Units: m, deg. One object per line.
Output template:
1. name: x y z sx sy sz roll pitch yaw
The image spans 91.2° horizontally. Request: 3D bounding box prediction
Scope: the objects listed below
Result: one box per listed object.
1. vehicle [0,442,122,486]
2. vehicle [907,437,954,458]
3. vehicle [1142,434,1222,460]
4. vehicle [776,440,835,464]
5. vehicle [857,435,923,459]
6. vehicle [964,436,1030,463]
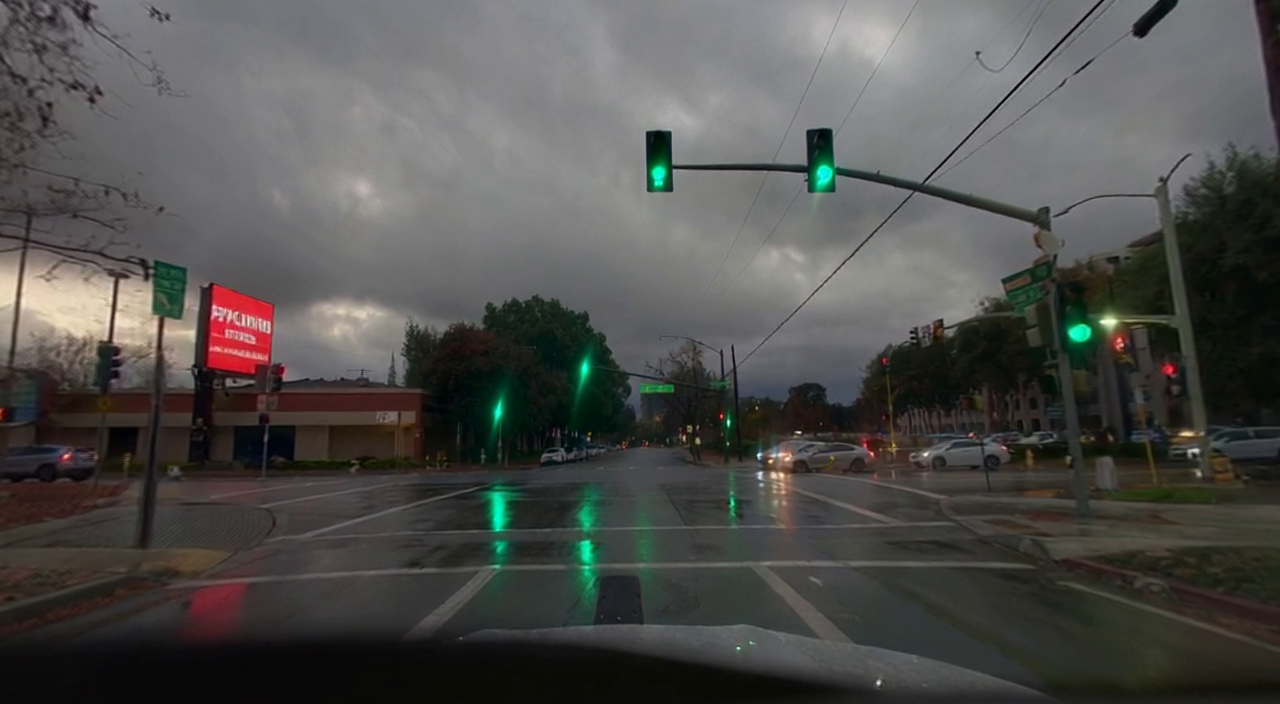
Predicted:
1. vehicle: -22.833 4.256 23.911 4.362 1.593 1.936 -1 -9 2
2. vehicle: 21.822 7.201 47.225 1.923 1.463 3.758 -1 -9 3
3. vehicle: 31.456 5.528 36.476 1.612 1.402 3.320 -1 -8 0
4. vehicle: 11.107 6.700 41.932 1.955 1.508 4.295 -8 -12 42
5. vehicle: 16.924 6.435 42.357 4.522 1.546 1.941 6 -11 -35
6. vehicle: 20.944 5.702 36.883 1.851 1.388 3.475 0 -6 0
